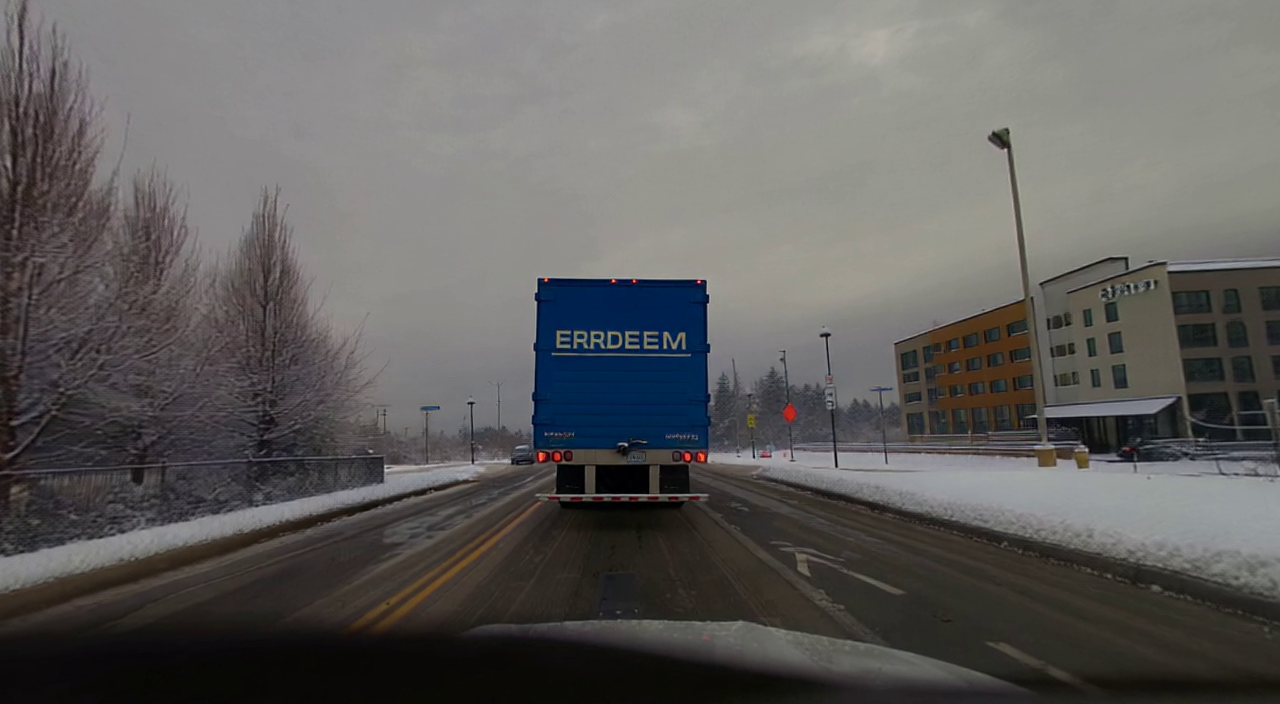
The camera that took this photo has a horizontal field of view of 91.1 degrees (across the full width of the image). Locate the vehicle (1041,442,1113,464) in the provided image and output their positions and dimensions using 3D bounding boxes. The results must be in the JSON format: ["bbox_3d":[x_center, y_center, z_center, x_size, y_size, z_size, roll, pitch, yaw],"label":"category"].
[{"bbox_3d":[31.365,7.222,45.157,1.652,1.423,3.797,5,-9,-35],"label":"vehicle"}]

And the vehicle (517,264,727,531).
[{"bbox_3d":[-0.192,1.212,13.471,2.876,3.724,9.351,0,-8,1],"label":"vehicle"}]
